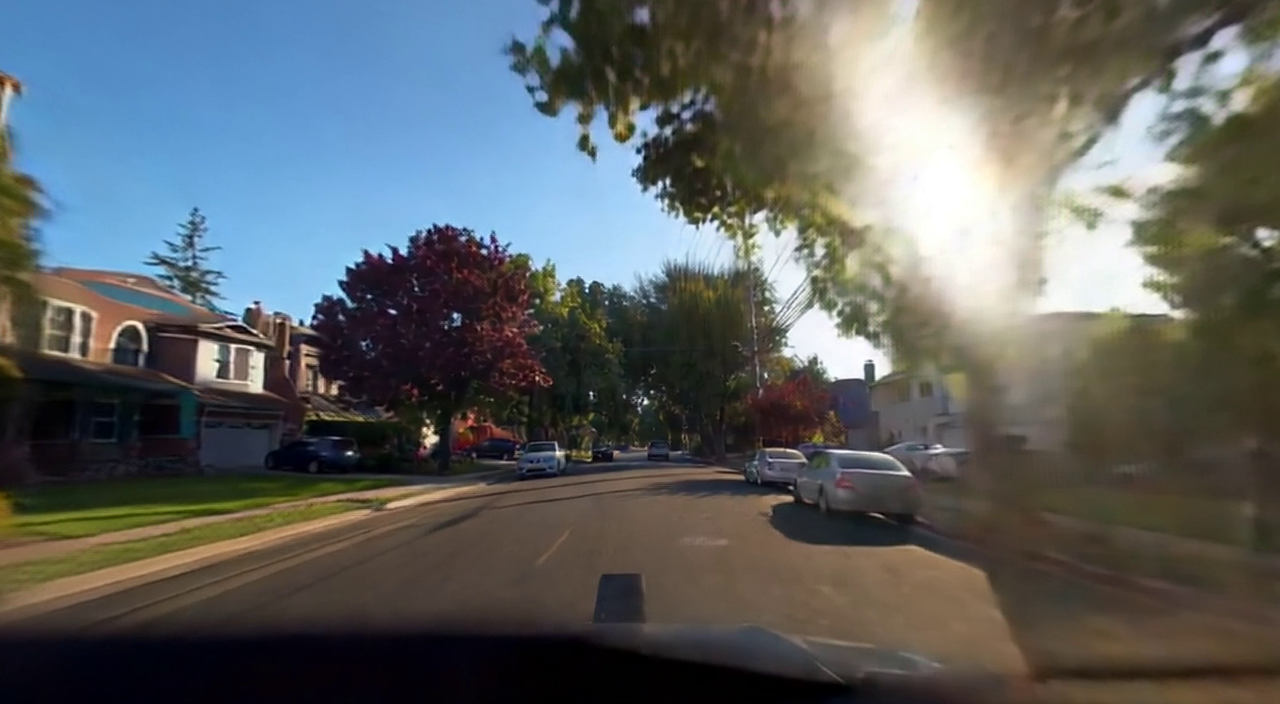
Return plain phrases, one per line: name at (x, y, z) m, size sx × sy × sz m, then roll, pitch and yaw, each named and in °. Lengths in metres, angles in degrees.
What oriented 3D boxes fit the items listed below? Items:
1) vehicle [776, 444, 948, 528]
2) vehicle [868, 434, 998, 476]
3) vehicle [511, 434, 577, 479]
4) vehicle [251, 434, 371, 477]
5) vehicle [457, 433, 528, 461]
vehicle at (4.416, 2.700, 13.420) m, size 2.031 × 1.471 × 4.328 m, roll 0°, pitch -9°, yaw -1°
vehicle at (12.540, 4.446, 27.306) m, size 4.583 × 1.709 × 1.977 m, roll -1°, pitch -9°, yaw 5°
vehicle at (-4.271, 4.709, 28.945) m, size 2.164 × 1.810 × 5.044 m, roll 1°, pitch -8°, yaw 1°
vehicle at (-13.938, 4.355, 26.717) m, size 4.702 × 1.675 × 1.984 m, roll -4°, pitch -9°, yaw 26°
vehicle at (-11.433, 7.416, 49.264) m, size 4.962 × 1.866 × 2.075 m, roll 3°, pitch -9°, yaw -1°
